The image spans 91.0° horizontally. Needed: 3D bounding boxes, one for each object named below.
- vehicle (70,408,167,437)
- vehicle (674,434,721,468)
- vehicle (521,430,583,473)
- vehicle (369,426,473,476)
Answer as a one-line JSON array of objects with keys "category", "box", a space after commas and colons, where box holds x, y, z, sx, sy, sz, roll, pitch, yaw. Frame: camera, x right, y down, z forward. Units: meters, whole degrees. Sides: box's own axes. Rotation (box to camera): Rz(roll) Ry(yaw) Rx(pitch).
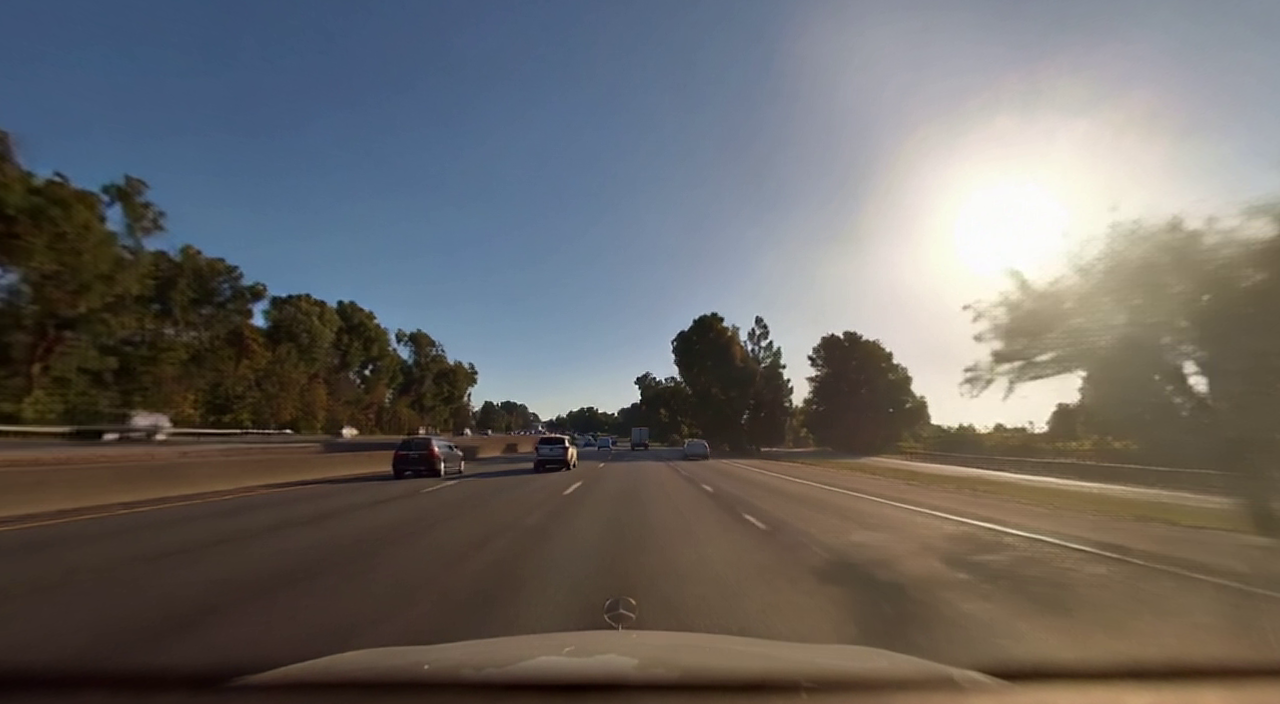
[{"category": "vehicle", "box": [-29.044, 4.009, 35.201, 1.859, 1.448, 4.027, -1, -8, 2]}, {"category": "vehicle", "box": [3.015, 5.275, 33.755, 2.053, 1.698, 4.097, 0, -9, -1]}, {"category": "vehicle", "box": [-3.655, 4.244, 27.031, 2.002, 1.680, 4.301, 0, -9, 1]}, {"category": "vehicle", "box": [-8.149, 3.759, 23.991, 2.237, 1.703, 4.681, 0, -9, 1]}]
